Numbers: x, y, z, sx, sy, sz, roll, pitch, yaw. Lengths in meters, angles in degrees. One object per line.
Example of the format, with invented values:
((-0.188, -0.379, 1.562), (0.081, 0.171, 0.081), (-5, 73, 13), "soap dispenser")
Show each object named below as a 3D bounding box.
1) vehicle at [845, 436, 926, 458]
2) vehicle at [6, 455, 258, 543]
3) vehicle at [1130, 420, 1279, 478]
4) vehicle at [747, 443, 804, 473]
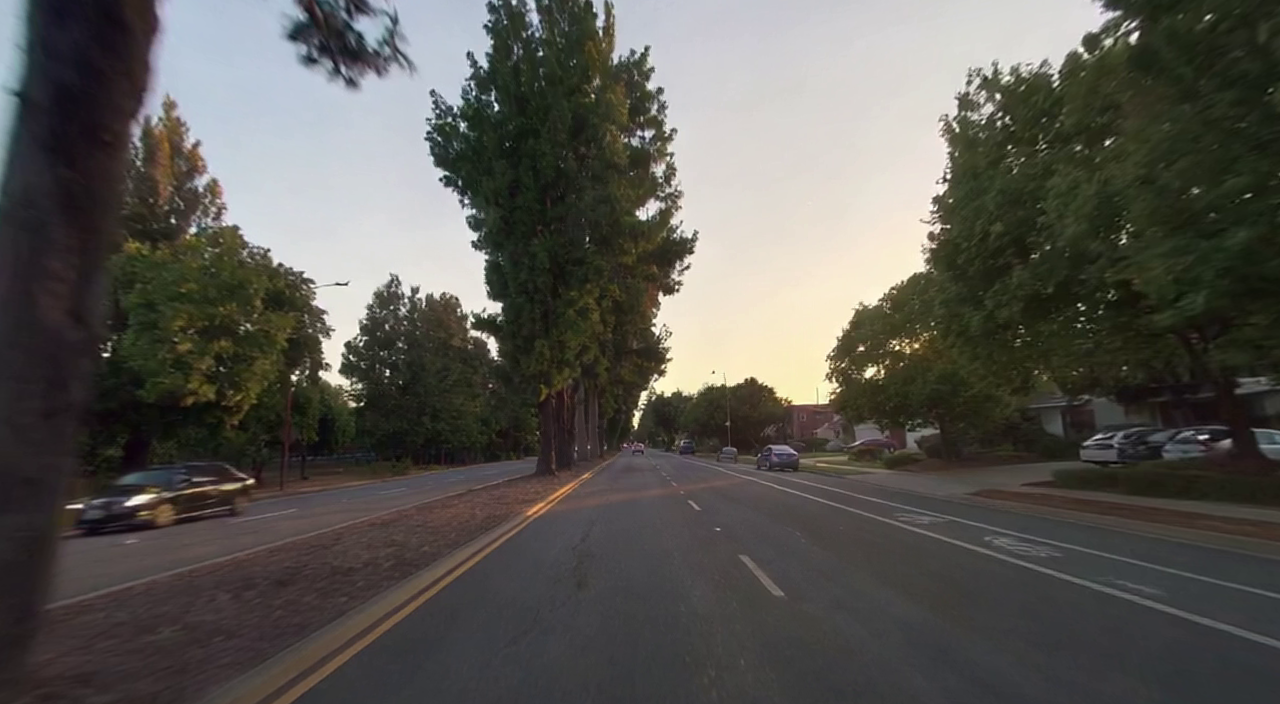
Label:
((17.524, 6.822, 45.309), (4.793, 1.537, 2.353), (1, -9, -6), "vehicle")
((-10.705, 3.067, 13.869), (1.913, 1.519, 4.335), (0, -8, 0), "vehicle")
((17.486, 2.830, 18.526), (4.482, 1.566, 2.034), (0, -8, -1), "vehicle")
((7.148, 5.623, 33.784), (2.010, 1.469, 4.548), (0, -8, 0), "vehicle")
